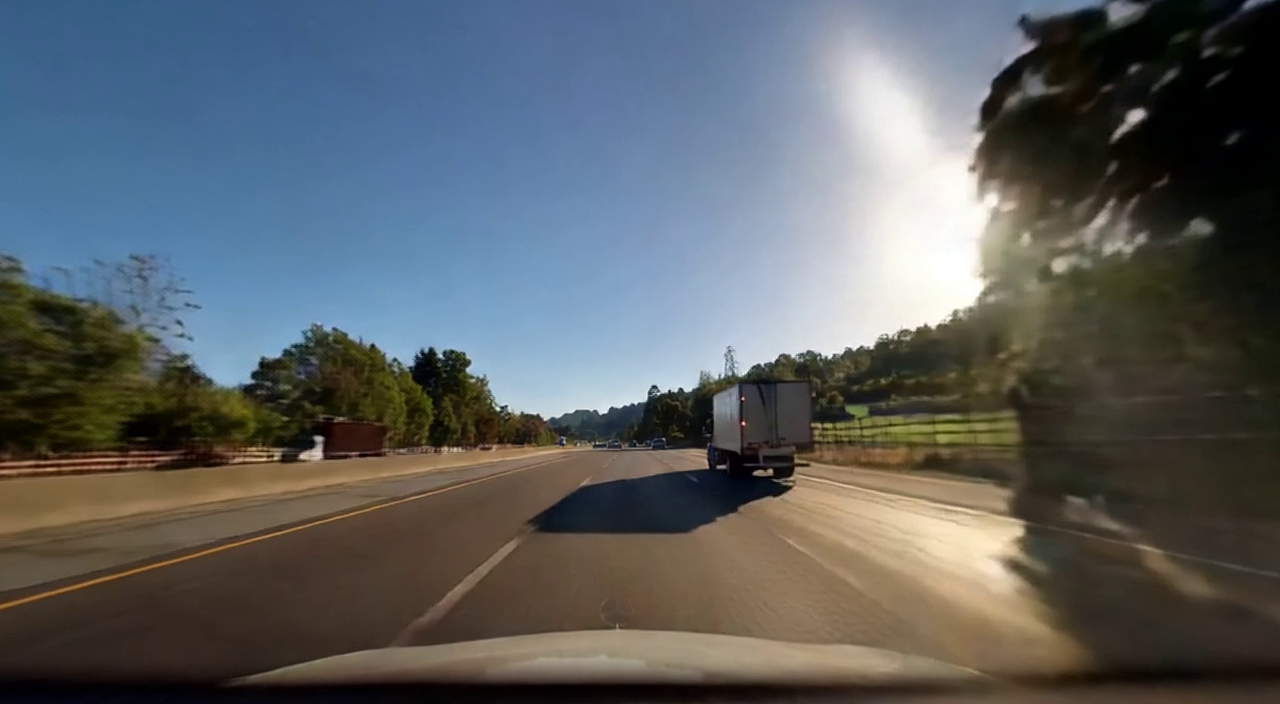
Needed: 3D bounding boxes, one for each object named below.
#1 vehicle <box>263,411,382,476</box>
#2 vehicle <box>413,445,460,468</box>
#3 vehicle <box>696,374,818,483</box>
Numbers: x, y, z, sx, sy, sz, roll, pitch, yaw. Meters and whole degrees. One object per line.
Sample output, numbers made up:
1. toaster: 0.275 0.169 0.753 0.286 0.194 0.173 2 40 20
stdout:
1. vehicle: -20.796 6.087 42.112 2.955 3.760 9.717 -1 -8 -1
2. vehicle: -13.643 7.014 42.469 1.780 1.443 4.176 -1 -8 0
3. vehicle: 3.972 2.902 23.427 2.766 3.349 7.796 0 -8 -2
